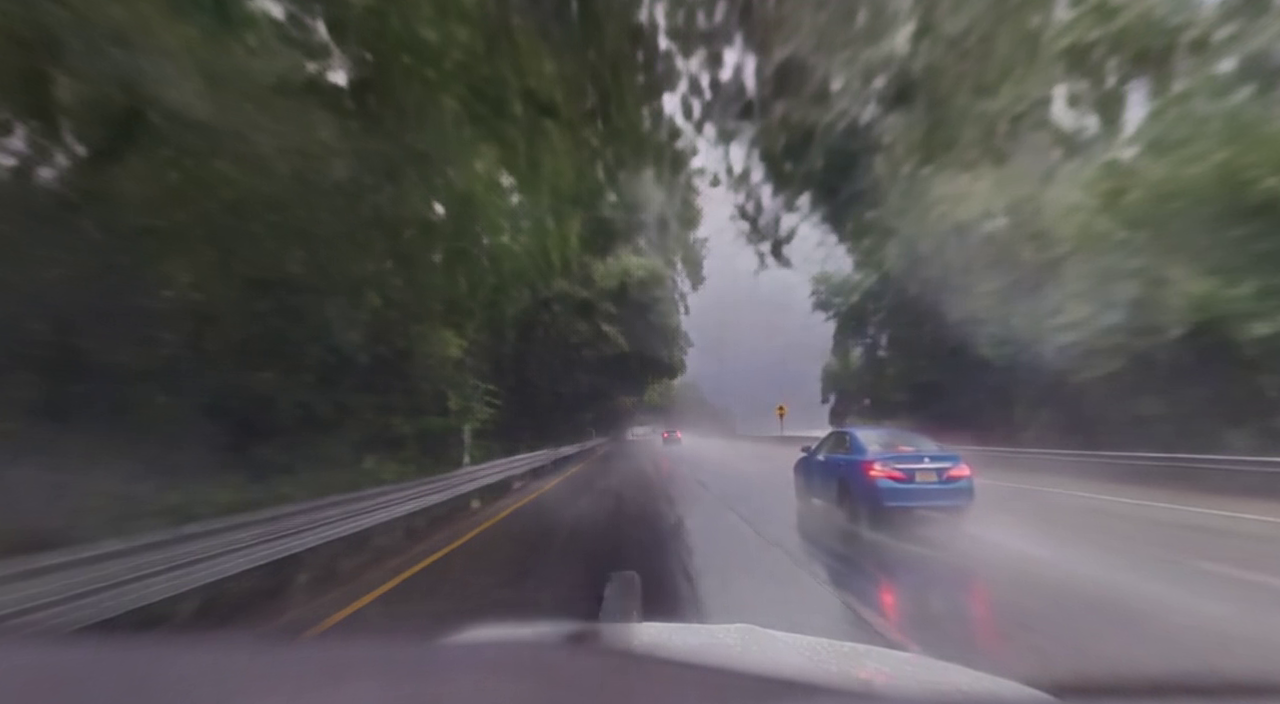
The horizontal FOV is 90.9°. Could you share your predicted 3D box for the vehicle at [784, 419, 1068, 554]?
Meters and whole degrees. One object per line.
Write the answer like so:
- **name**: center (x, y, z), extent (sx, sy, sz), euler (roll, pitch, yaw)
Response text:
- **vehicle**: center (3.747, 1.802, 9.352), extent (2.017, 1.502, 4.369), euler (0, -8, -2)
